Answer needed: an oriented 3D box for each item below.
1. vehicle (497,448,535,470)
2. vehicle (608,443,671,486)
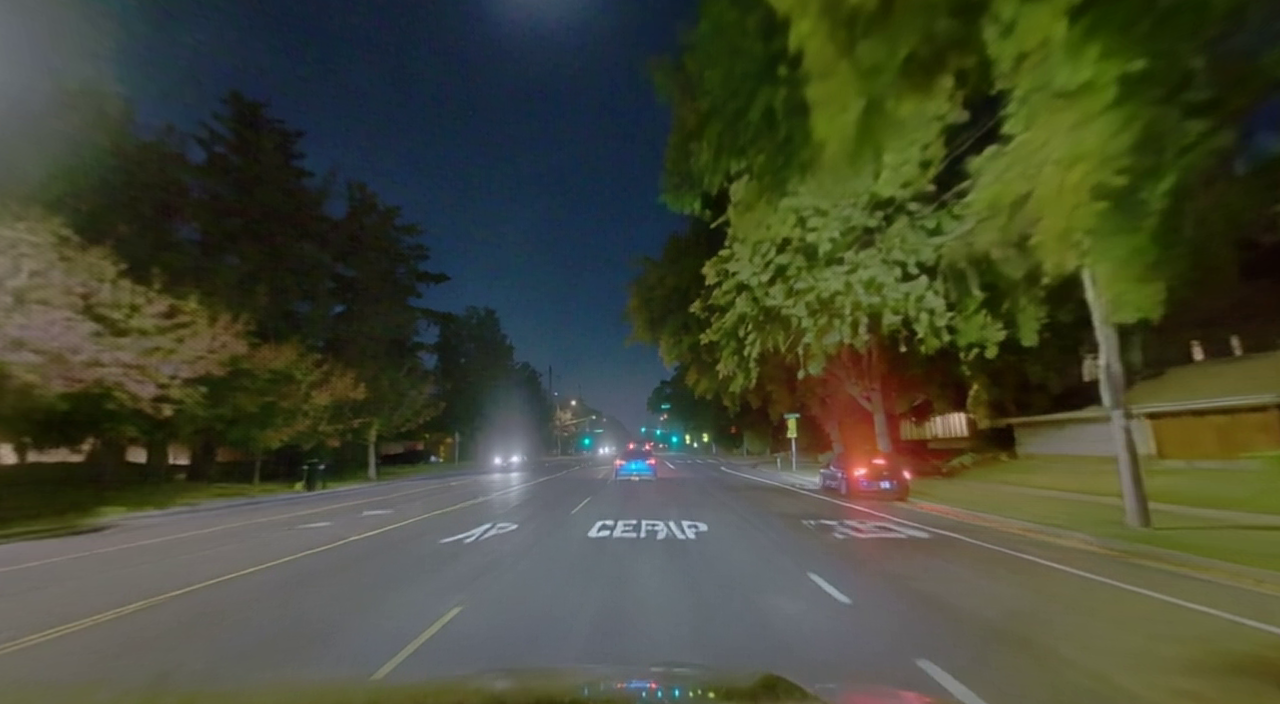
[{"bbox_3d":[-9.032,7.801,46.278,1.945,1.530,3.740,-1,-9,2],"label":"vehicle"},{"bbox_3d":[-0.034,4.255,24.230,2.158,1.469,4.909,0,-9,0],"label":"vehicle"}]
